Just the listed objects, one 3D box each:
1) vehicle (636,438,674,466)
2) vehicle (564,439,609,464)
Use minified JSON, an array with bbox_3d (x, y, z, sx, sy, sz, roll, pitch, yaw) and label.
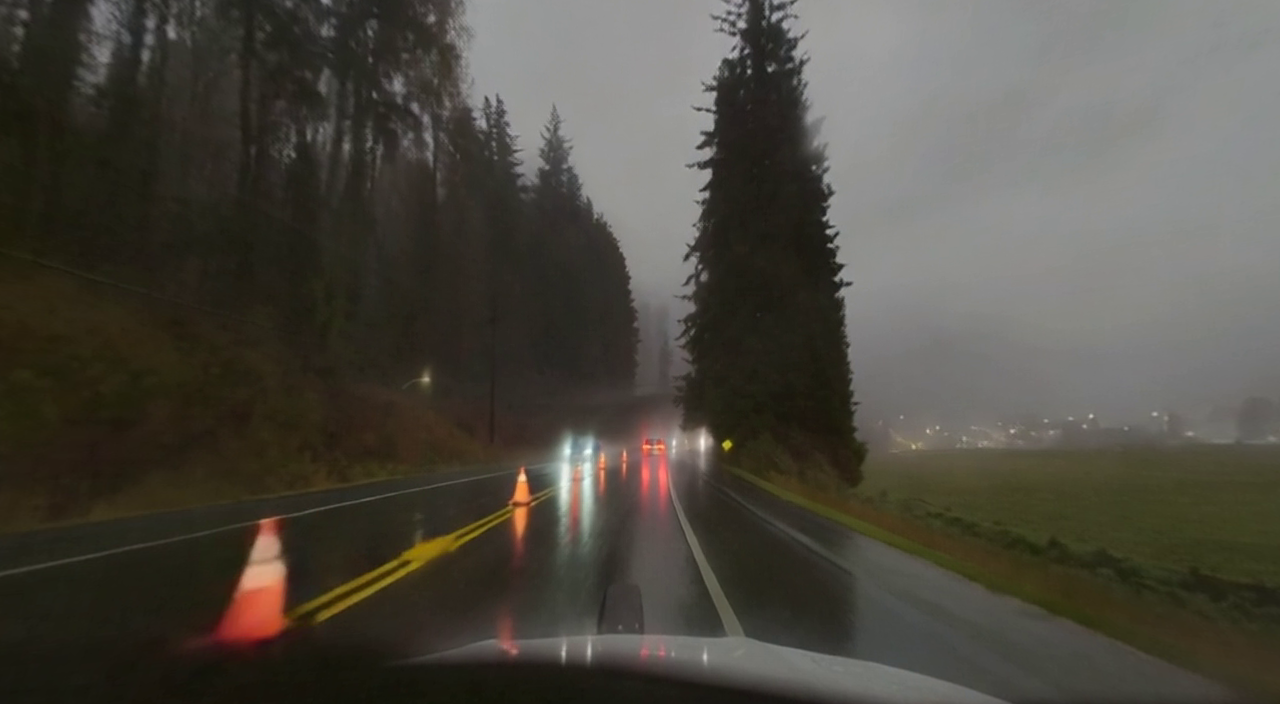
[{"bbox_3d":[0.928,5.723,36.084,2.042,1.489,3.963,0,-9,3],"label":"vehicle"},{"bbox_3d":[-3.177,6.051,38.378,2.046,1.451,4.342,-1,-9,5],"label":"vehicle"}]
